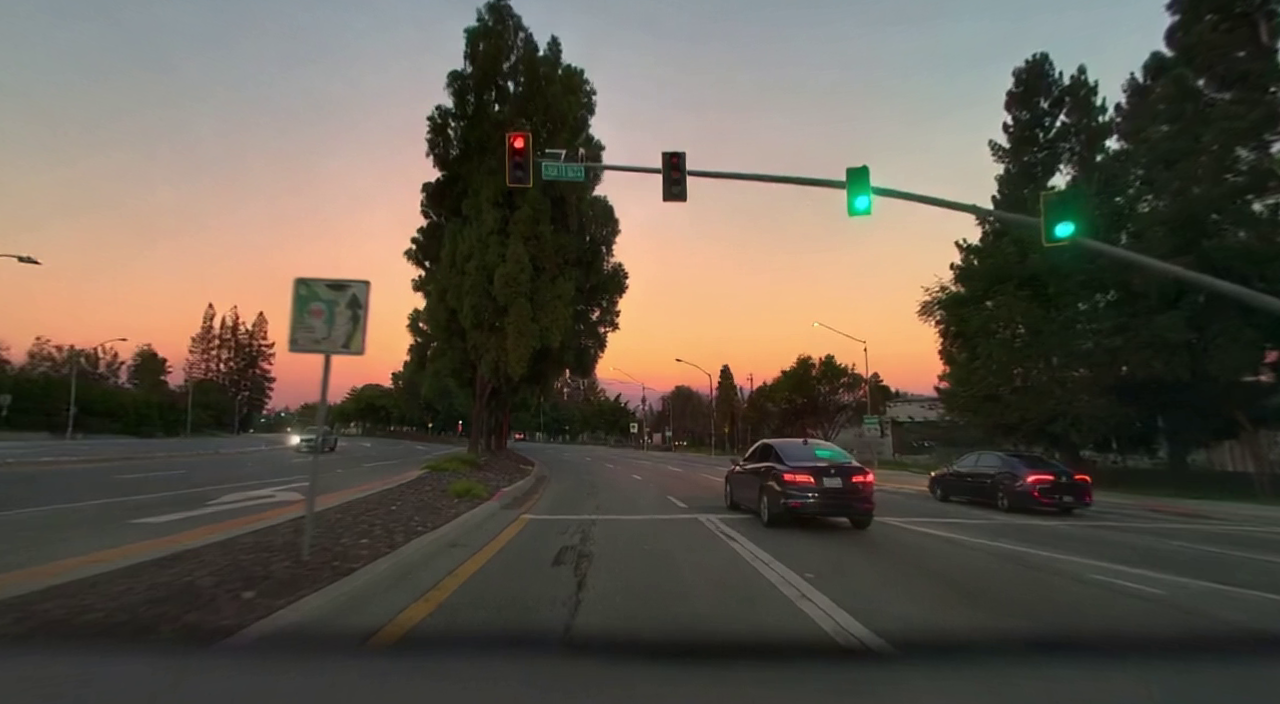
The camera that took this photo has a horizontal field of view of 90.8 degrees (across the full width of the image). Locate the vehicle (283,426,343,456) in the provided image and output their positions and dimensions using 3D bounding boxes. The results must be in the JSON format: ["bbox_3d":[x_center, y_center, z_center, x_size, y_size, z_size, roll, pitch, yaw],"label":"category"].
[{"bbox_3d":[-18.655,5.112,36.309,2.206,1.583,4.539,3,-9,-17],"label":"vehicle"}]

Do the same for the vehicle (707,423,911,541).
[{"bbox_3d":[2.670,2.193,11.355,2.122,1.646,4.525,1,-8,-4],"label":"vehicle"}]

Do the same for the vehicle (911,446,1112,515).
[{"bbox_3d":[9.095,3.143,16.074,1.940,1.460,4.652,2,-8,-6],"label":"vehicle"}]
